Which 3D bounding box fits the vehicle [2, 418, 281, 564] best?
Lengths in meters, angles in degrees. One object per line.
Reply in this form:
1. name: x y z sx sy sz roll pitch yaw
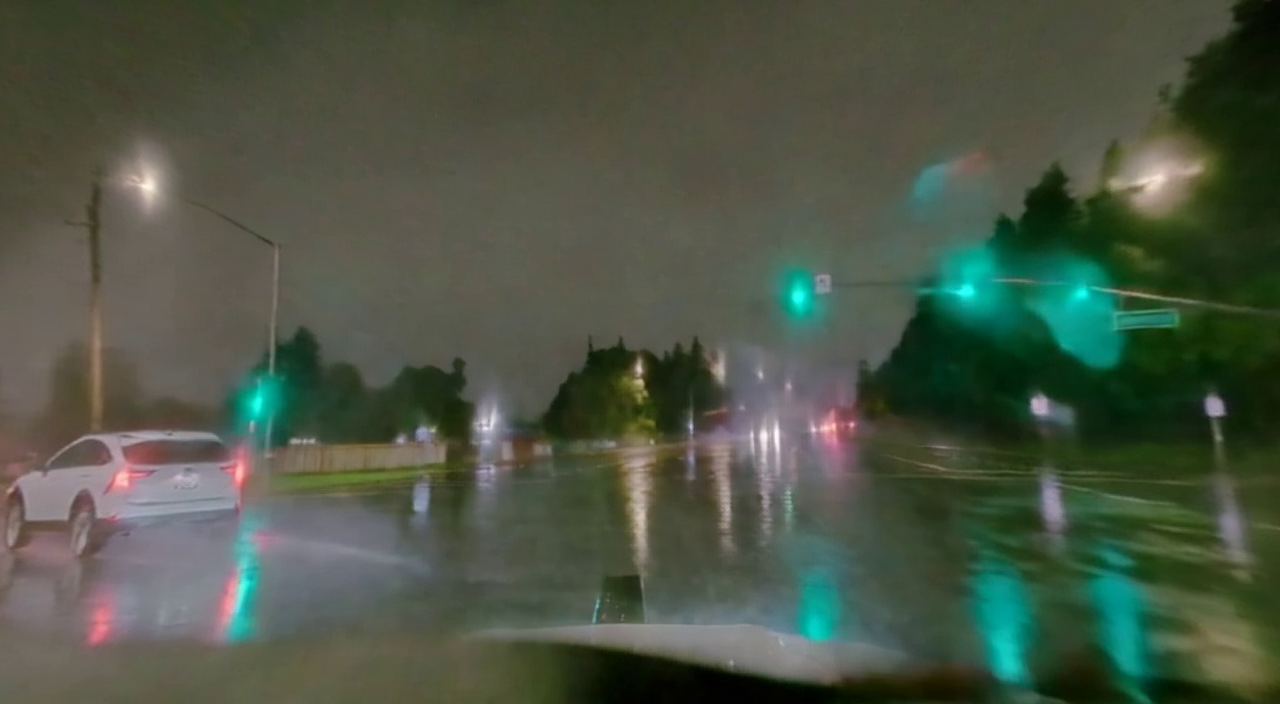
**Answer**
1. vehicle: -8.174 2.075 10.278 4.580 1.827 2.230 -6 -10 35
